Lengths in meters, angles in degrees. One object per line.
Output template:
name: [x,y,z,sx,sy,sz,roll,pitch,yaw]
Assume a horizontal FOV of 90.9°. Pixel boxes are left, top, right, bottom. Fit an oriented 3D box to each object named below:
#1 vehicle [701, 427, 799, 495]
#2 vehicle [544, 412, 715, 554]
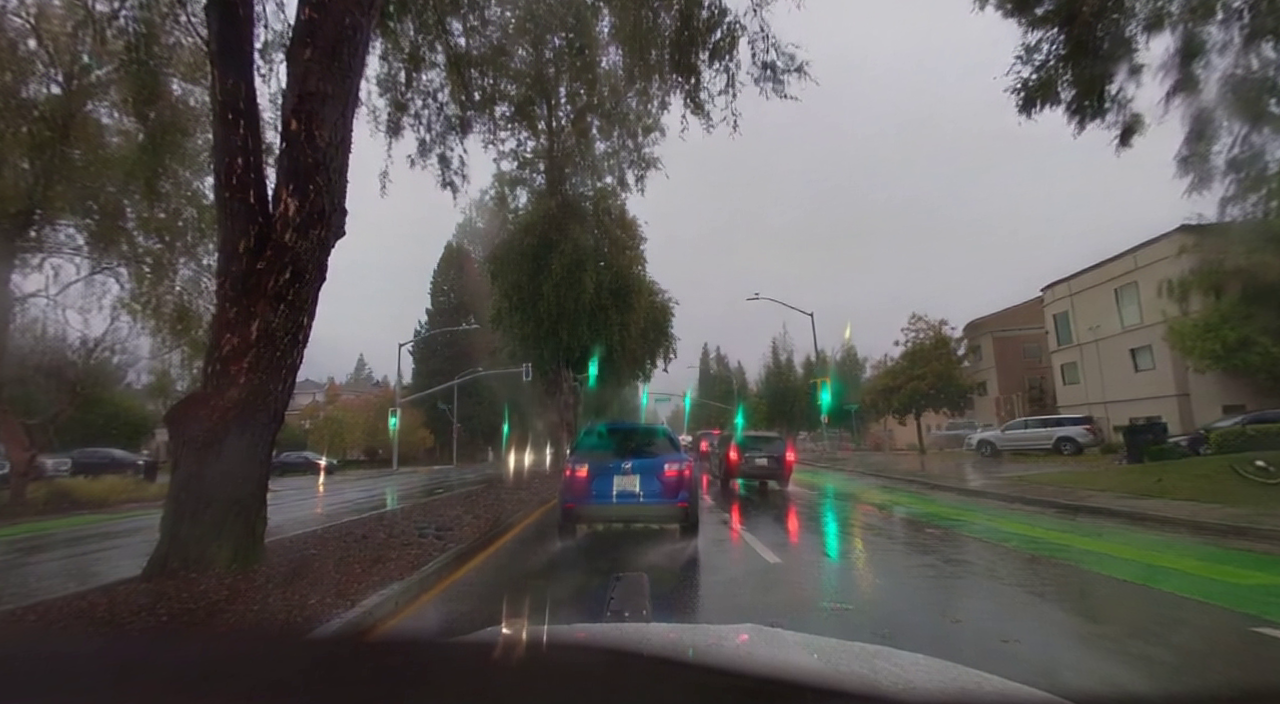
vehicle: [3.189,3.284,19.351,2.189,1.815,4.495,0,-8,0]
vehicle: [-0.114,1.915,9.839,2.109,1.730,3.963,0,-8,1]
